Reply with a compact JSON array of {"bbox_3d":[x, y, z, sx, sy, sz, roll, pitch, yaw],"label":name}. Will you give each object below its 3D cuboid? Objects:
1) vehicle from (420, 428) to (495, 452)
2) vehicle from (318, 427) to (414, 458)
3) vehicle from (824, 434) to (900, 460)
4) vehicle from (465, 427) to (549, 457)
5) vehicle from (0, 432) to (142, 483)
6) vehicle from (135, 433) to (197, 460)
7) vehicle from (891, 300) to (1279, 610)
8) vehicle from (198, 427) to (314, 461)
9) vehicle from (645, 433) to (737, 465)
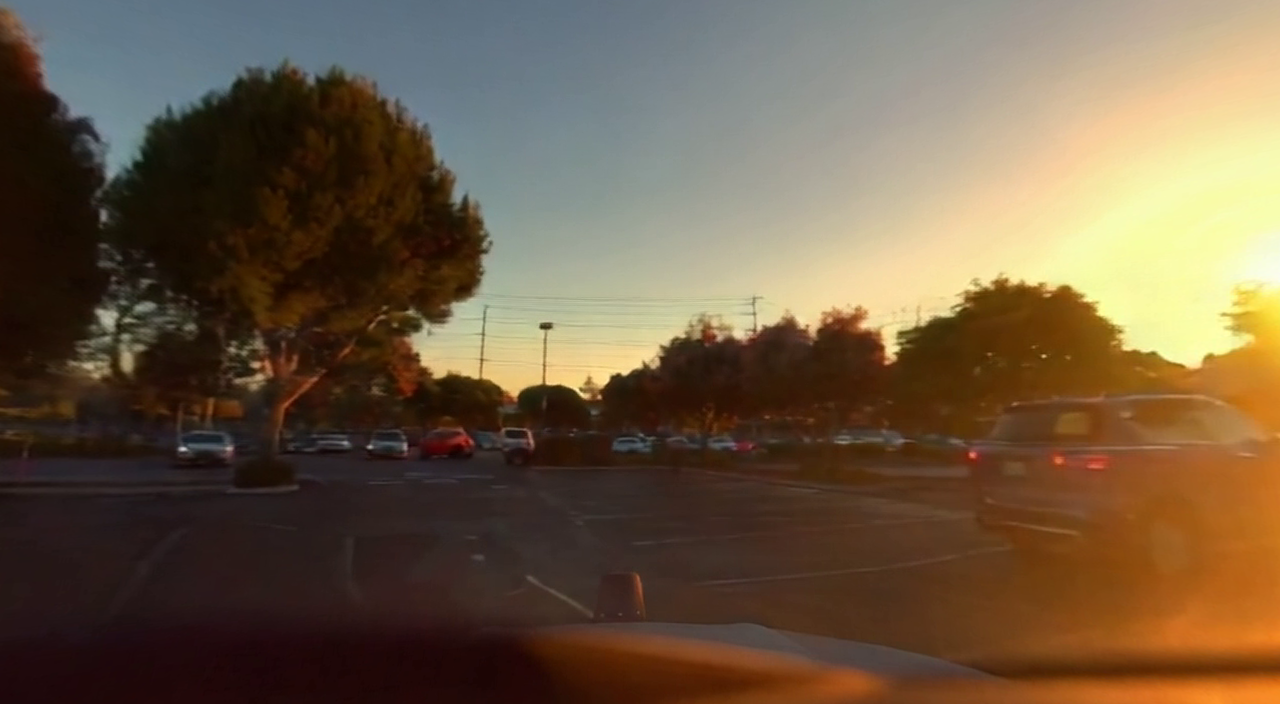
[{"bbox_3d":[-12.696,6.145,43.992,4.601,1.484,1.839,7,-11,-34],"label":"vehicle"},{"bbox_3d":[-15.340,5.110,35.485,4.666,1.634,1.816,5,-10,-29],"label":"vehicle"},{"bbox_3d":[12.562,5.392,35.760,4.059,1.388,1.726,6,-10,-28],"label":"vehicle"},{"bbox_3d":[-8.280,5.554,39.342,4.660,1.687,1.981,4,-7,-31],"label":"vehicle"},{"bbox_3d":[-18.168,3.128,18.851,4.772,1.441,1.976,6,-10,-27],"label":"vehicle"},{"bbox_3d":[-27.565,5.532,36.900,2.190,1.441,3.759,6,-10,-27],"label":"vehicle"},{"bbox_3d":[5.477,1.092,6.850,5.237,2.257,2.200,6,-10,-28],"label":"vehicle"},{"bbox_3d":[-19.870,4.770,32.972,4.939,1.664,2.055,4,-9,-28],"label":"vehicle"},{"bbox_3d":[2.485,4.691,30.440,4.106,1.449,1.760,6,-10,-28],"label":"vehicle"}]
